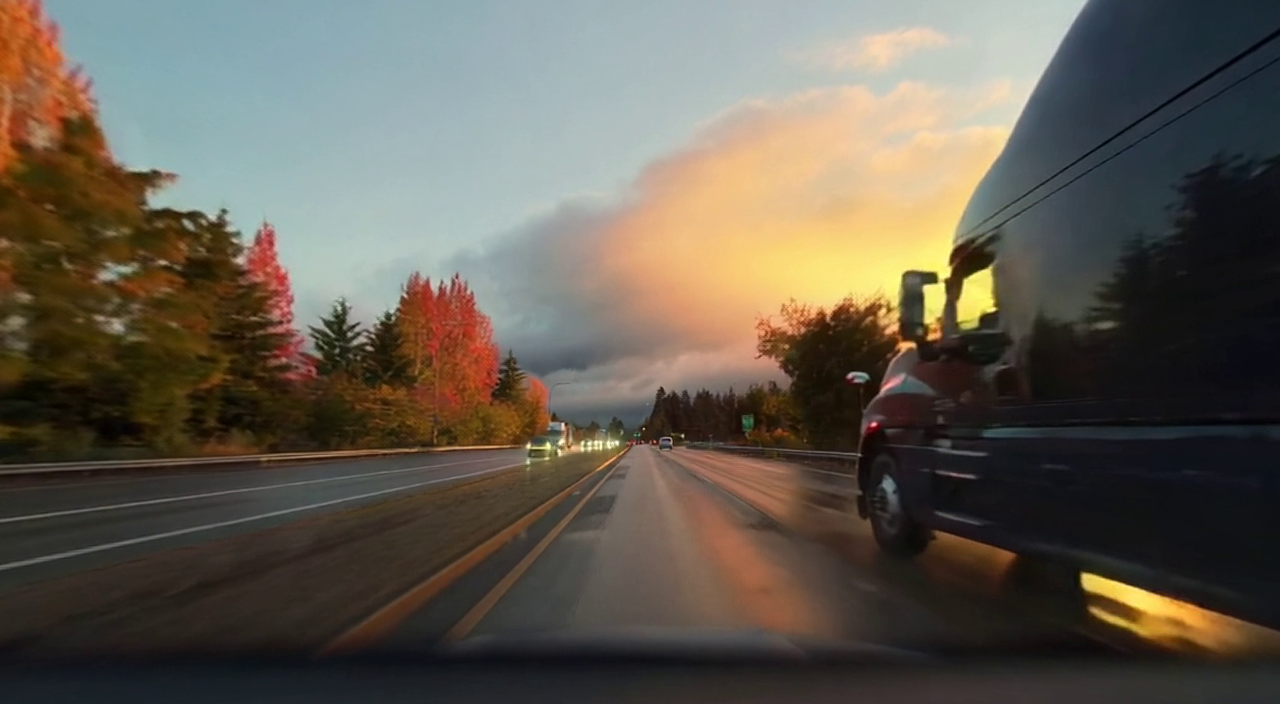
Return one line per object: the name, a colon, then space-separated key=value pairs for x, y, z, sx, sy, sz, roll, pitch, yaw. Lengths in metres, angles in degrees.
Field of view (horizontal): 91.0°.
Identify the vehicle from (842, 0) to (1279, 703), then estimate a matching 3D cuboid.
vehicle: x=4.025 y=-0.089 z=4.236 sx=3.057 sy=4.041 sz=6.788 roll=0 pitch=-8 yaw=1
